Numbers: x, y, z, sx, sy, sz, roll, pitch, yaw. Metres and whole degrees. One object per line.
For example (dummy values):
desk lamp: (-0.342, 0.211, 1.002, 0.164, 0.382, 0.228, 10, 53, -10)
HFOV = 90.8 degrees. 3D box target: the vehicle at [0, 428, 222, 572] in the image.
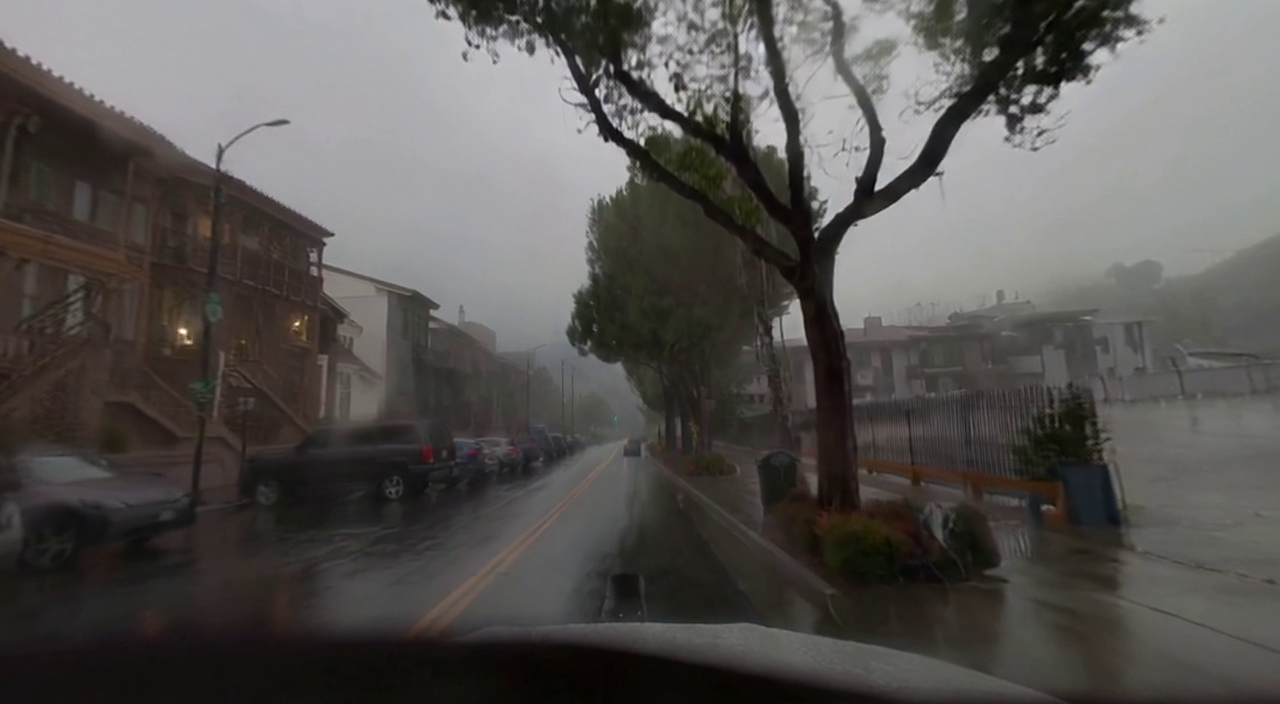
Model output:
vehicle: (-8.077, 1.798, 8.054, 4.065, 1.599, 1.890, 0, -8, -3)

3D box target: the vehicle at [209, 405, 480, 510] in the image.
vehicle: (-7.227, 2.656, 16.113, 5.592, 2.439, 2.515, 0, -9, -1)
